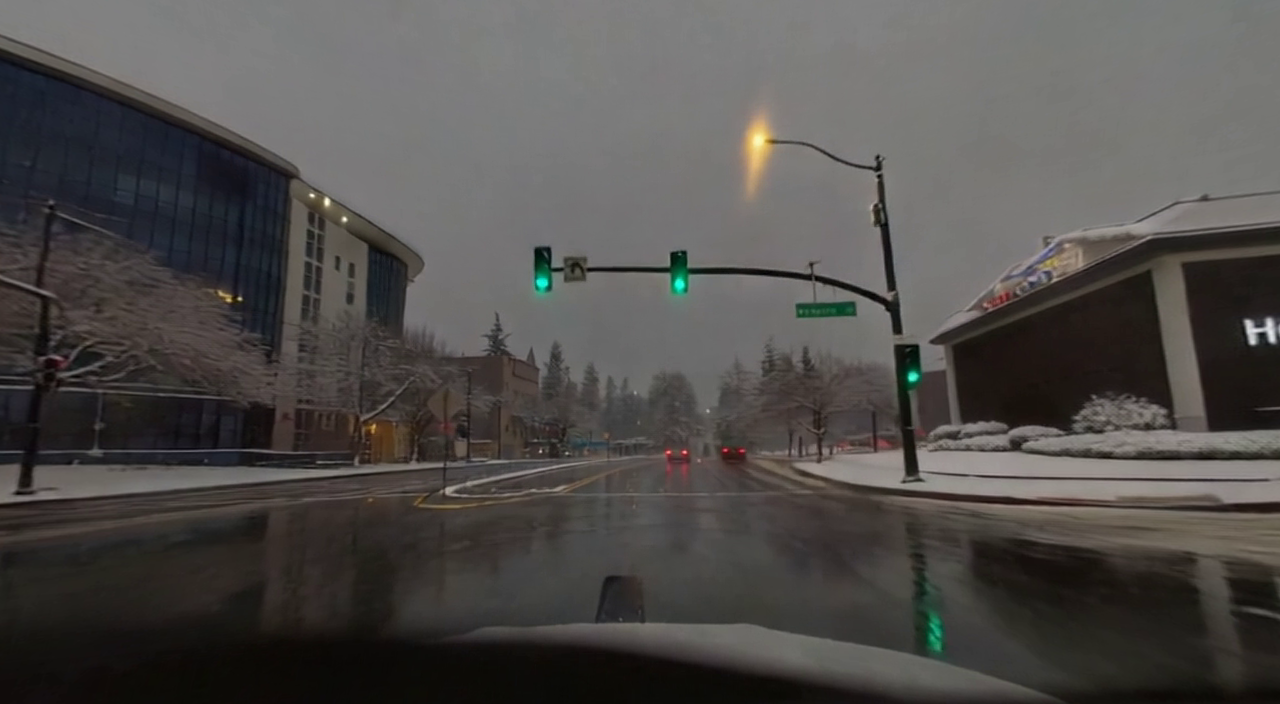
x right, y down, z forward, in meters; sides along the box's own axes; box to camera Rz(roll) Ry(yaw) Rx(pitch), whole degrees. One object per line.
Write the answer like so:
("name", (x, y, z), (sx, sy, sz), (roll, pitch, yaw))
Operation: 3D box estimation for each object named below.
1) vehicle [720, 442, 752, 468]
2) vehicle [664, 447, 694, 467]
("vehicle", (7.002, 7.578, 46.471), (2.174, 1.749, 4.739), (-1, -9, 7))
("vehicle", (3.135, 8.291, 49.855), (2.014, 1.525, 4.197), (-1, -9, 8))
